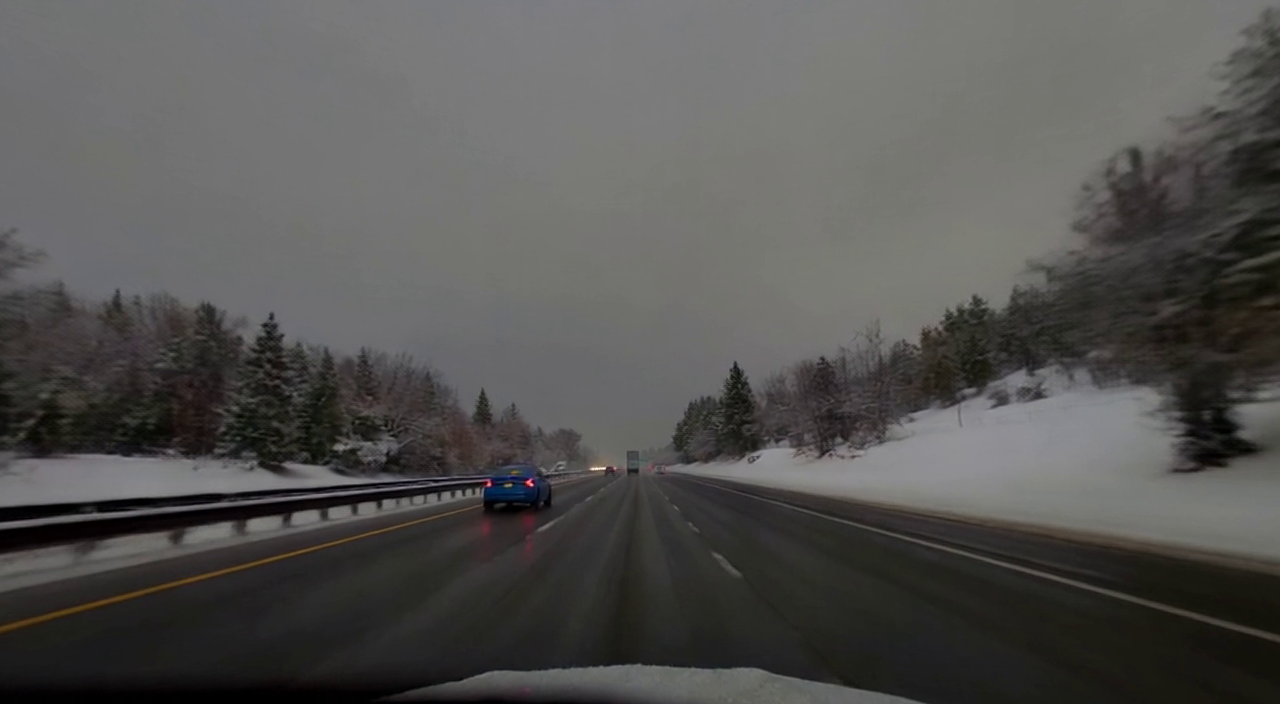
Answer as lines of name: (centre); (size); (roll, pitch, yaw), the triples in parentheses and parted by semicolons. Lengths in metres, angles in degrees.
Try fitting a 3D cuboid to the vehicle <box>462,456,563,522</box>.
vehicle: (-3.295, 3.648, 17.105); (1.797, 1.532, 4.072); (0, -10, 1)
